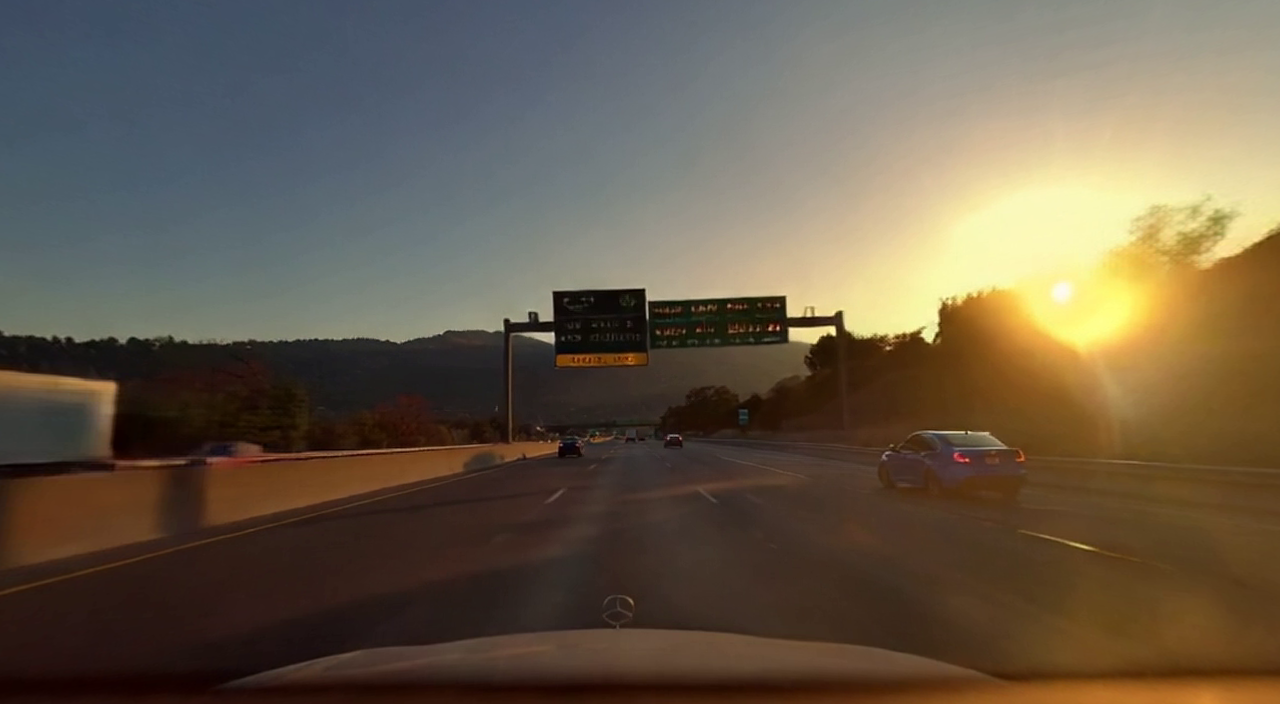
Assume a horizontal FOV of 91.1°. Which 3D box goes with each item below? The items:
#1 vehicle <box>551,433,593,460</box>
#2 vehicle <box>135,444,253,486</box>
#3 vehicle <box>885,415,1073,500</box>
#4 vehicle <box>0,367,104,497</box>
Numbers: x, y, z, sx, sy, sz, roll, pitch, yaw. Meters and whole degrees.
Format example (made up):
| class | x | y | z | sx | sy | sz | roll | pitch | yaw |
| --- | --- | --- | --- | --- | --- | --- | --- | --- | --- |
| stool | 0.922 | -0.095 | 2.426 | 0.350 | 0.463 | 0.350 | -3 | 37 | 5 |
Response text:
| class | x | y | z | sx | sy | sz | roll | pitch | yaw |
| --- | --- | --- | --- | --- | --- | --- | --- | --- | --- |
| vehicle | -3.918 | 5.502 | 36.734 | 2.032 | 1.465 | 4.316 | 0 | -8 | -1 |
| vehicle | -17.193 | 4.333 | 24.470 | 1.760 | 1.473 | 3.820 | 0 | -8 | 0 |
| vehicle | 7.351 | 2.319 | 14.192 | 1.956 | 1.634 | 3.935 | 0 | -8 | -1 |
| vehicle | -21.270 | 2.019 | 16.061 | 2.899 | 4.010 | 14.107 | 0 | -8 | -1 |
